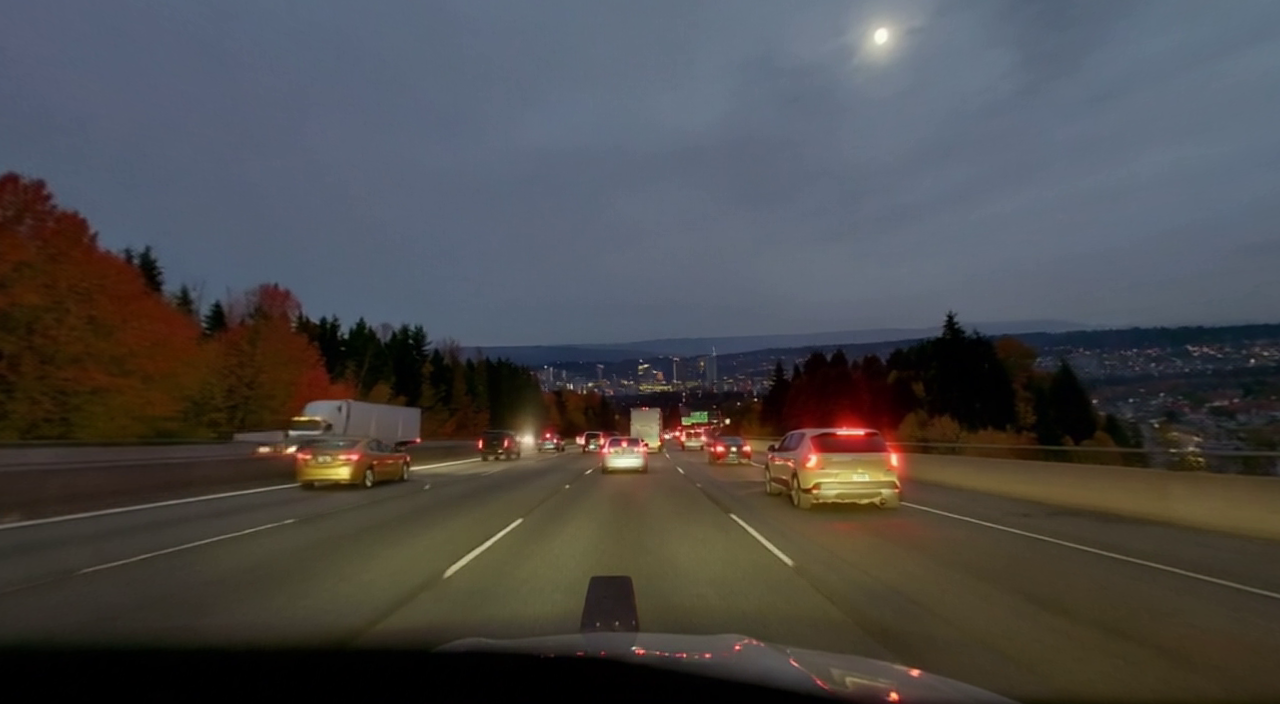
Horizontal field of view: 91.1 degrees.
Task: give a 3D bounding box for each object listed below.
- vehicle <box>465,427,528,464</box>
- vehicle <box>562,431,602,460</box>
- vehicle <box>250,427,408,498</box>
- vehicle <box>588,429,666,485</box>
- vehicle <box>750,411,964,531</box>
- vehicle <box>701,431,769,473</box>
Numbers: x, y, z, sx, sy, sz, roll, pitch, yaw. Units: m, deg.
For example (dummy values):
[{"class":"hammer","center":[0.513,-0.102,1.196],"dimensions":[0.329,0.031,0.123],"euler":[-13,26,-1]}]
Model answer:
[{"class":"vehicle","center":[-7.482,4.926,33.330],"dimensions":[2.117,1.779,4.745],"euler":[0,-8,1]},{"class":"vehicle","center":[-3.571,5.827,39.446],"dimensions":[2.064,1.672,4.277],"euler":[0,-8,1]},{"class":"vehicle","center":[-7.541,2.692,15.772],"dimensions":[1.934,1.526,3.966],"euler":[0,-8,0]},{"class":"vehicle","center":[-0.391,3.159,19.350],"dimensions":[2.111,1.494,4.364],"euler":[0,-8,-1]},{"class":"vehicle","center":[3.421,1.952,11.000],"dimensions":[2.095,1.650,4.331],"euler":[0,-8,-1]},{"class":"vehicle","center":[3.635,3.903,24.867],"dimensions":[1.972,1.516,4.514],"euler":[0,-8,0]}]
